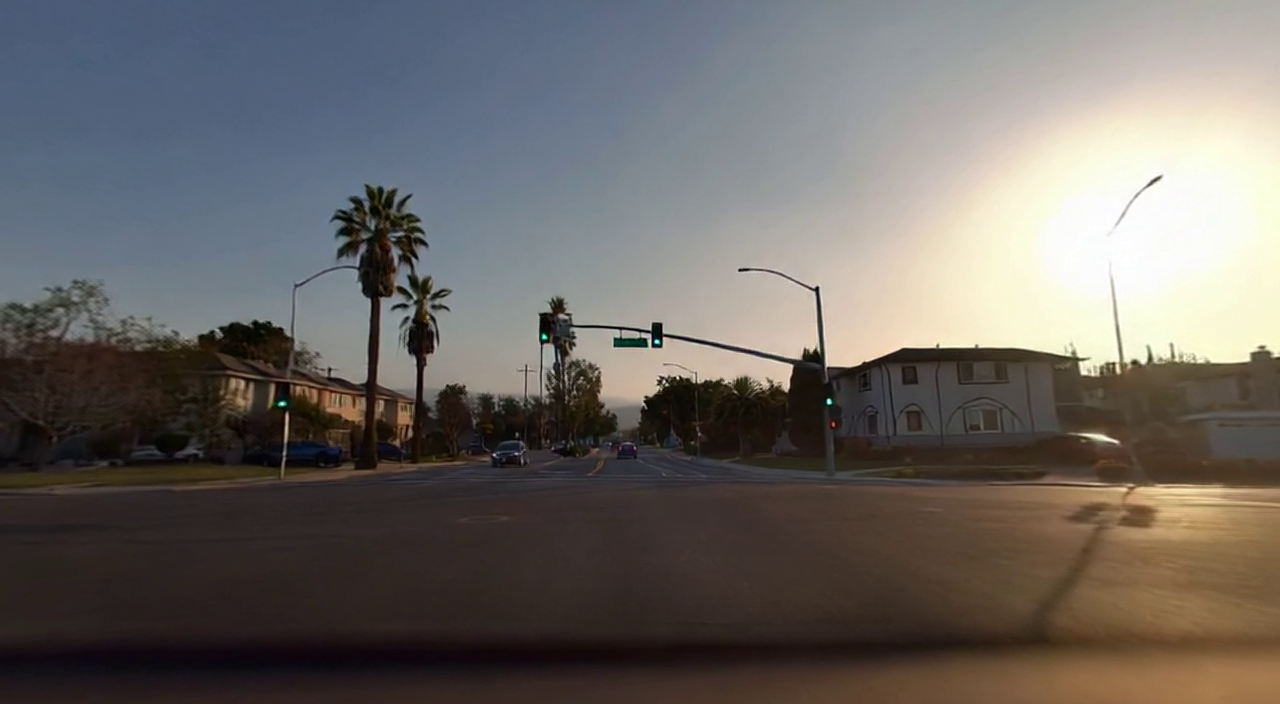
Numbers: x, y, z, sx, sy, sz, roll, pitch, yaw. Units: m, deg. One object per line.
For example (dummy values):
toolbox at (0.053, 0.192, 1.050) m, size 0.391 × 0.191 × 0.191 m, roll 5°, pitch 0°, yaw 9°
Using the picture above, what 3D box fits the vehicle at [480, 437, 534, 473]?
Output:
vehicle at (-6.724, 5.215, 32.286) m, size 1.983 × 1.684 × 3.938 m, roll 0°, pitch -8°, yaw -1°

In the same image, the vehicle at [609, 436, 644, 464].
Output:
vehicle at (-1.017, 6.896, 44.450) m, size 2.248 × 1.833 × 4.798 m, roll 0°, pitch -8°, yaw -3°
